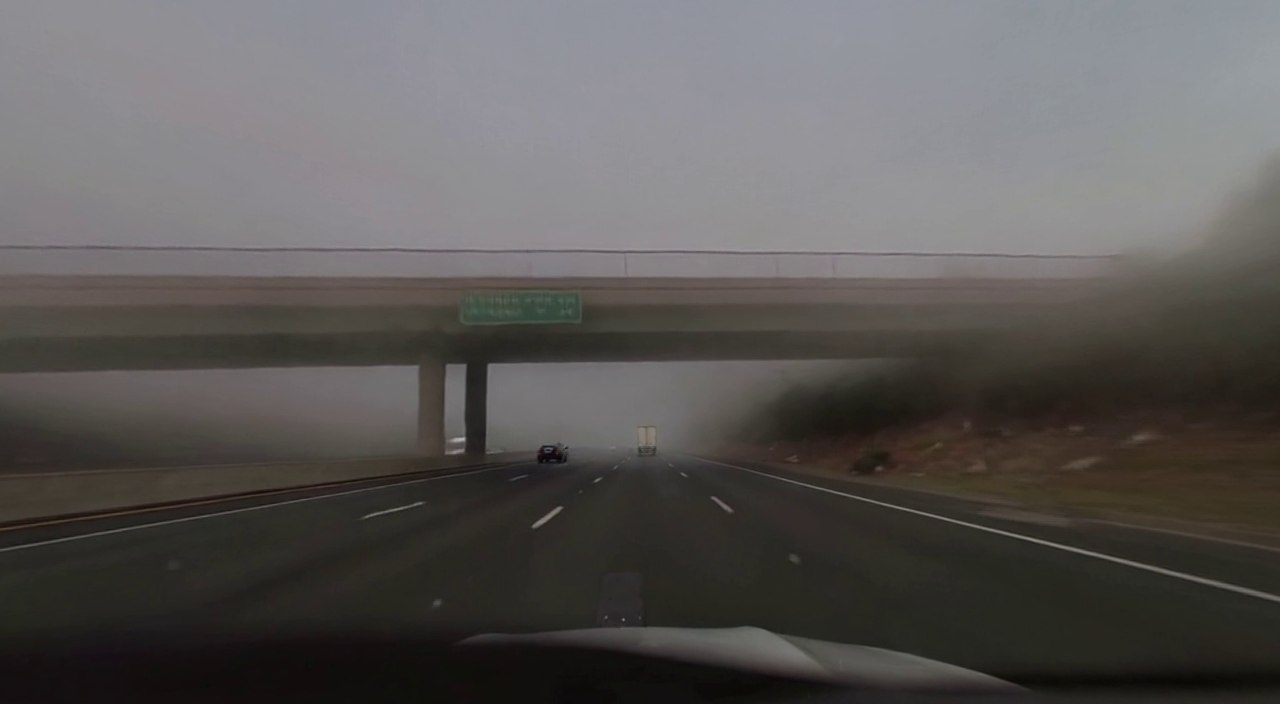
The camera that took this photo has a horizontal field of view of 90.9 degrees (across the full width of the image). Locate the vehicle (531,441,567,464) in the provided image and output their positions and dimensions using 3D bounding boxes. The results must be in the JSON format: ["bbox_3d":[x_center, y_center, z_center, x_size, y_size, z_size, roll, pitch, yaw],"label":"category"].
[{"bbox_3d":[-6.897,7.675,48.279,1.981,1.685,4.171,0,-8,2],"label":"vehicle"}]
